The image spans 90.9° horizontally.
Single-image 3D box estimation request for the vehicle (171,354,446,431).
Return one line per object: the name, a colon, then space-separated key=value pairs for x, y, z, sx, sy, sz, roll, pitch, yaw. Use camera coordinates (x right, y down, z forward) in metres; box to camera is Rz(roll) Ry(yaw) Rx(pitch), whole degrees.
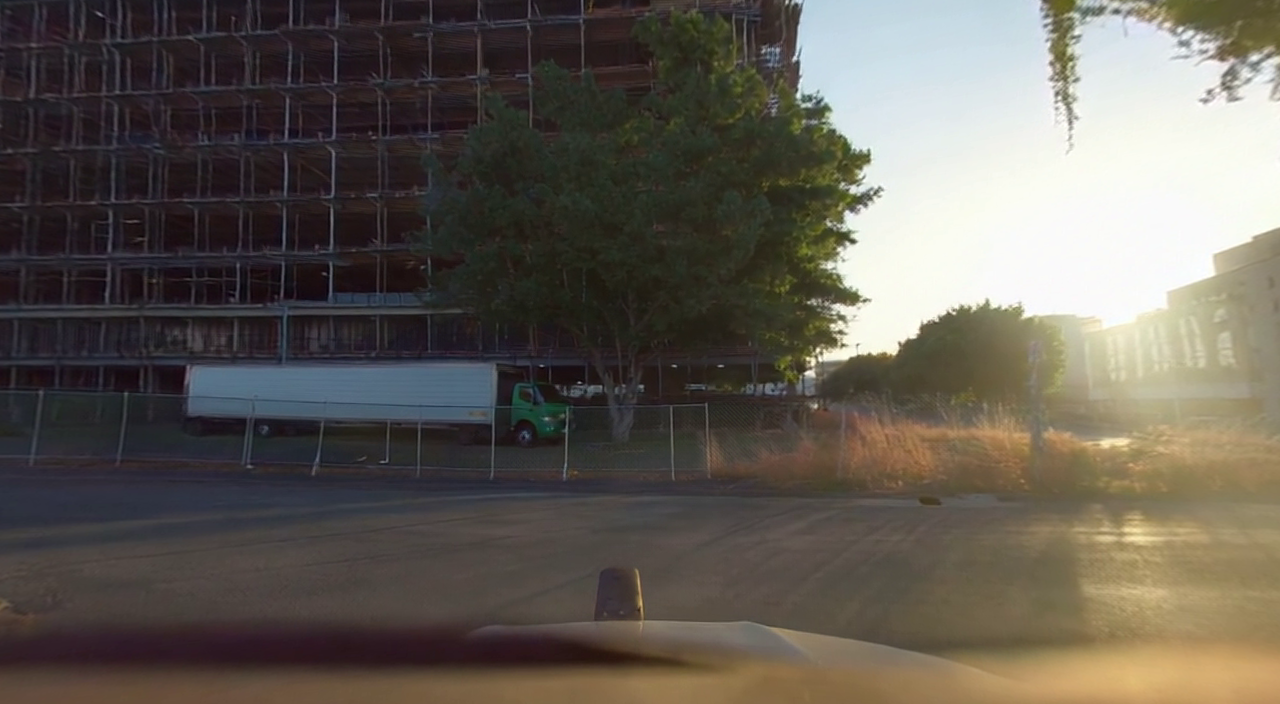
vehicle: x=-19.199 y=2.571 z=37.641 sx=14.067 sy=4.099 sz=2.832 roll=2 pitch=-8 yaw=-10
